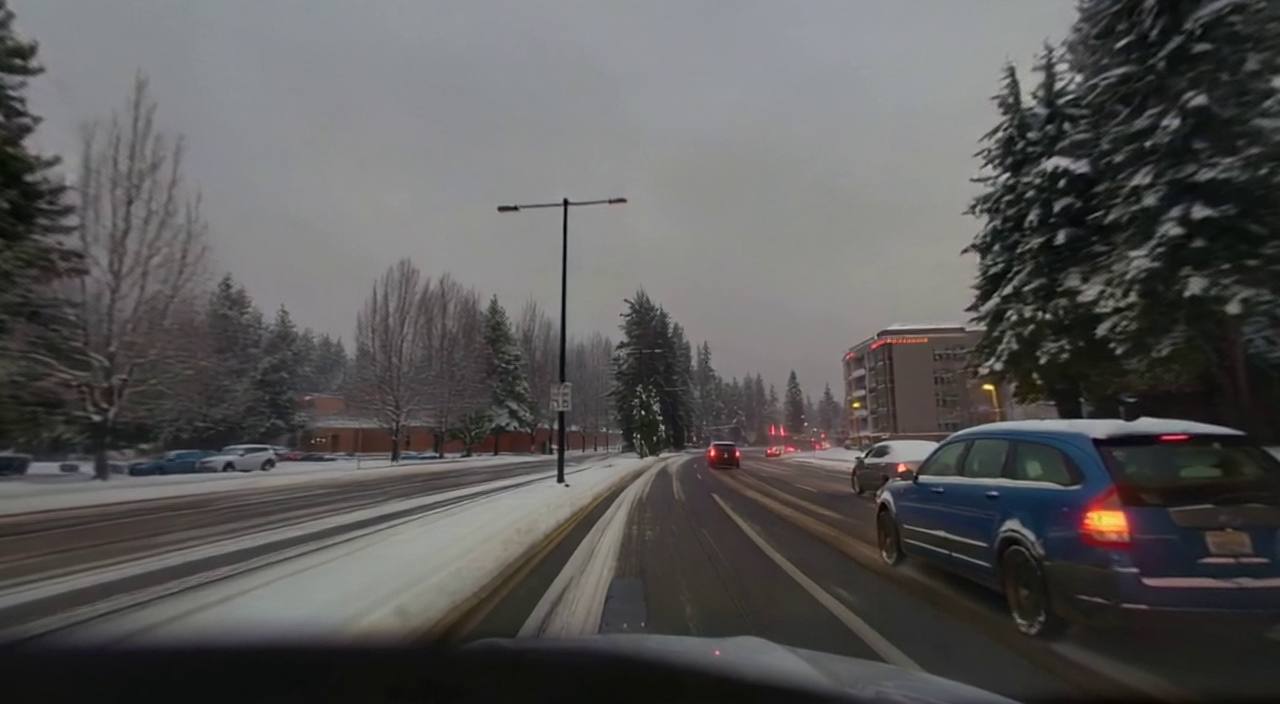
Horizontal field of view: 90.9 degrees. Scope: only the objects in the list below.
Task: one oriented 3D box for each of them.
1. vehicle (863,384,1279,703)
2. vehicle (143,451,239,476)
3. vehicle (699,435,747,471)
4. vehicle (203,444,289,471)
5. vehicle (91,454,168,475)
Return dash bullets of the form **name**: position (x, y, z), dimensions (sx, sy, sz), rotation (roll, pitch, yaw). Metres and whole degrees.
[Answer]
- **vehicle**: position (3.371, 1.243, 4.804), dimensions (1.901, 1.634, 3.952), rotation (-1, -8, 1)
- **vehicle**: position (-26.634, 6.603, 37.415), dimensions (4.384, 1.416, 1.969), rotation (-2, -8, 8)
- **vehicle**: position (4.524, 5.578, 35.021), dimensions (2.154, 1.844, 4.634), rotation (-1, -8, 2)
- **vehicle**: position (-26.007, 6.972, 41.686), dimensions (4.378, 1.744, 1.981), rotation (-1, -8, 6)
- **vehicle**: position (-39.067, 8.614, 48.372), dimensions (1.868, 1.416, 4.483), rotation (-2, -8, 8)
